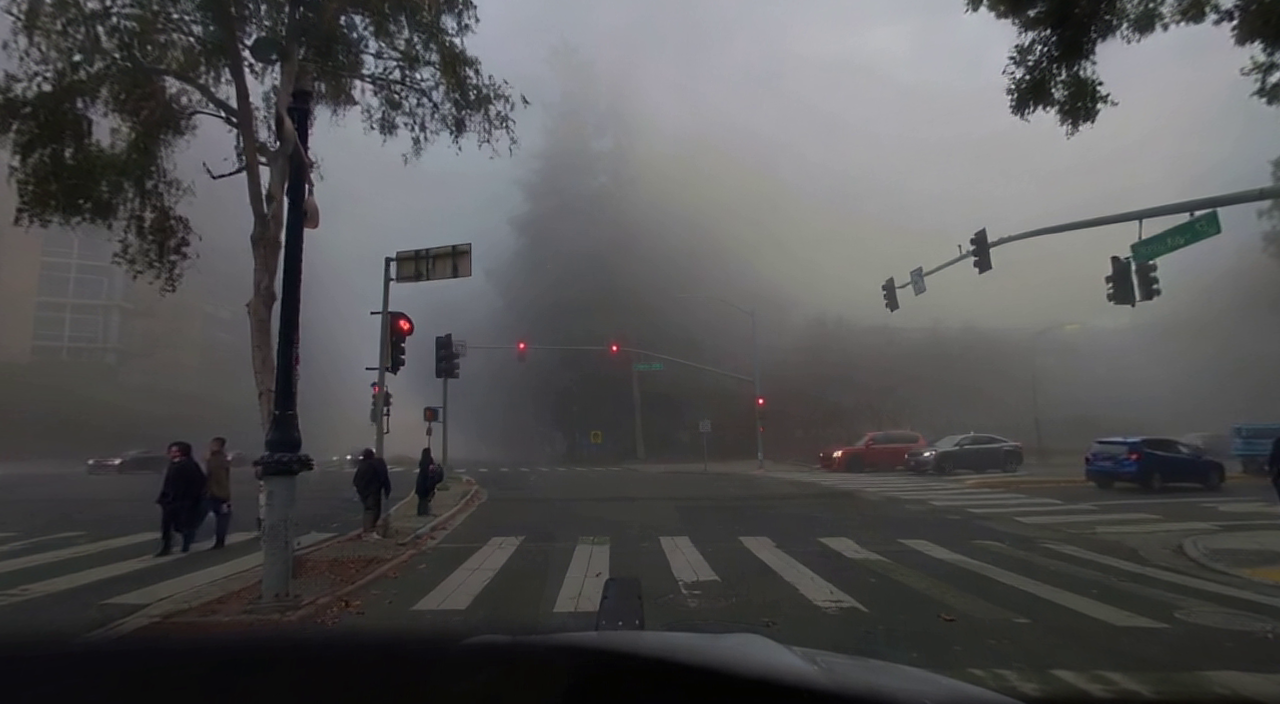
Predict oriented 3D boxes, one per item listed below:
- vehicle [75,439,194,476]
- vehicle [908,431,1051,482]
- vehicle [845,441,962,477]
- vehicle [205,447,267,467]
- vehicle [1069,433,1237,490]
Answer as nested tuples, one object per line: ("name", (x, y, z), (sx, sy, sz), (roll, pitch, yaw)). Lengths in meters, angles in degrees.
("vehicle", (-23.728, 4.953, 29.910), (2.056, 1.604, 4.436), (0, -8, -3))
("vehicle", (12.901, 3.923, 24.051), (4.742, 1.762, 2.180), (3, -9, -22))
("vehicle", (11.438, 4.629, 27.567), (4.317, 1.491, 1.896), (1, -9, -11))
("vehicle", (-31.513, 8.181, 49.449), (1.811, 1.438, 4.812), (0, -8, -3))
("vehicle", (15.386, 3.243, 18.963), (4.312, 1.540, 2.007), (4, -9, -23))
